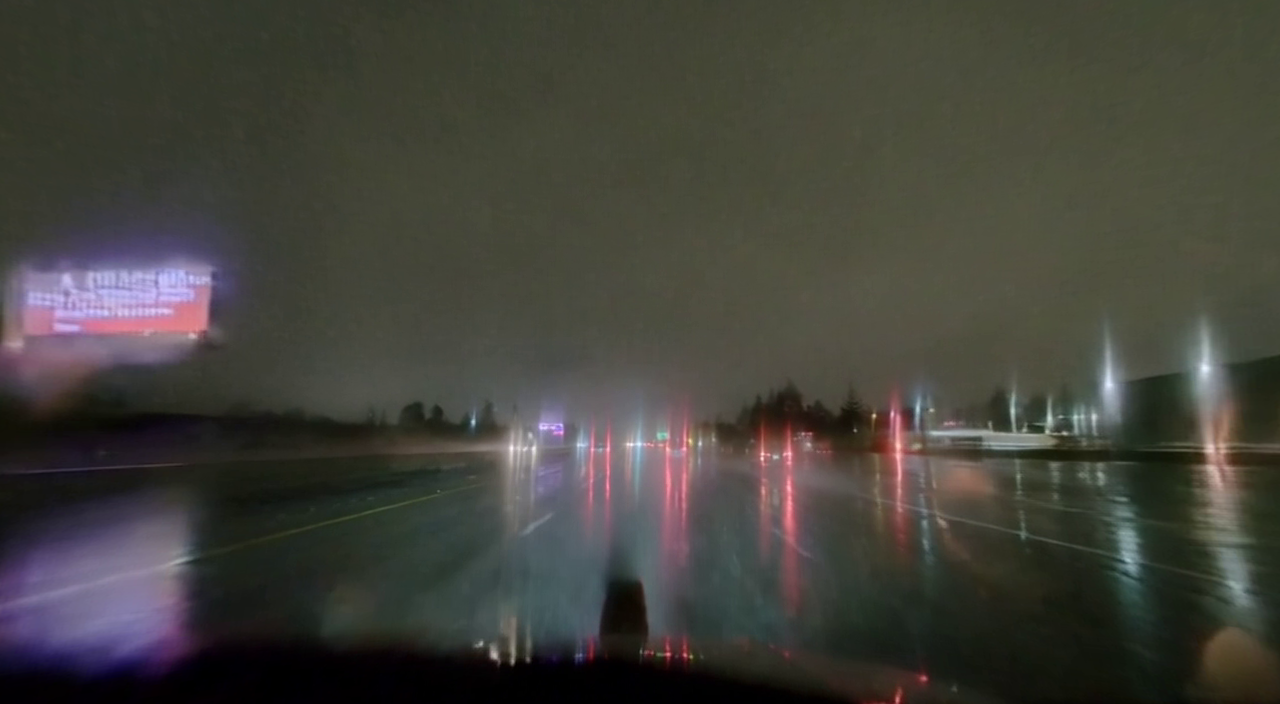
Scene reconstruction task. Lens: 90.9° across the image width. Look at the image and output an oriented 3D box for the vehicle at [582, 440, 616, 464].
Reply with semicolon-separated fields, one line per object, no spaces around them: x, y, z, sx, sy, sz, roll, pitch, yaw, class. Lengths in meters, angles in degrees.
-3.067;7.575;47.860;2.319;1.738;4.355;0;-8;0;vehicle
